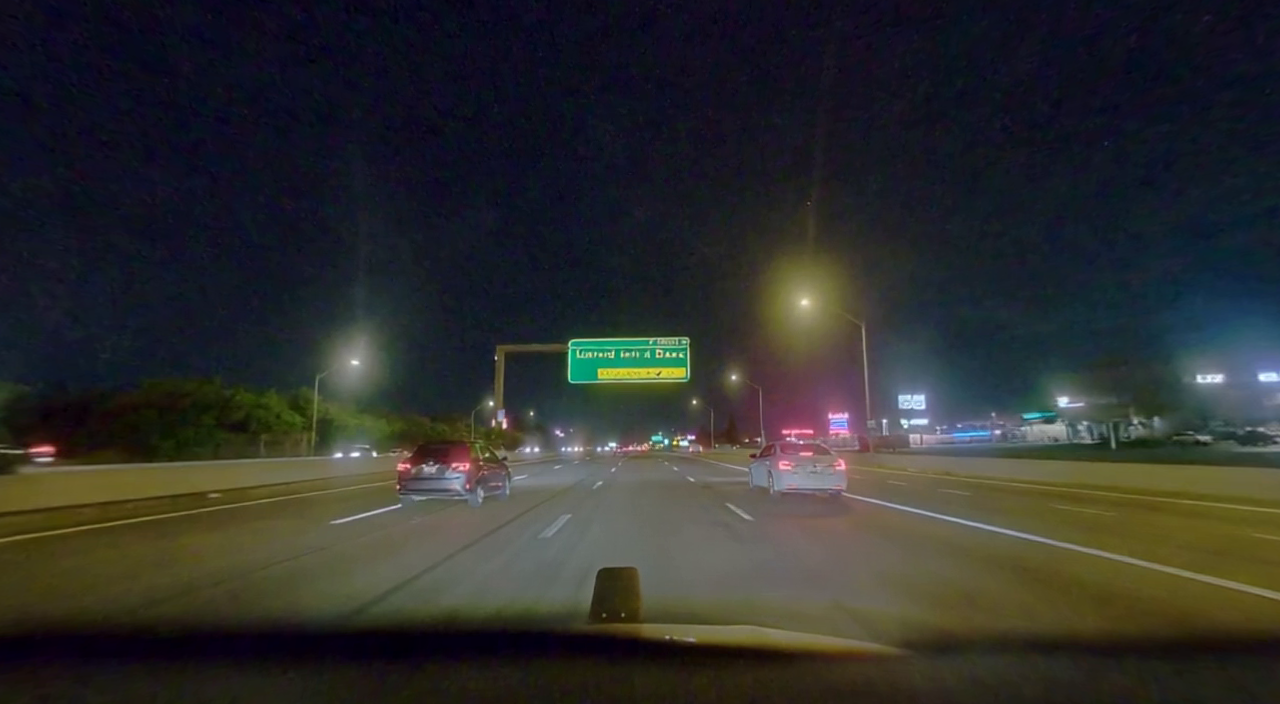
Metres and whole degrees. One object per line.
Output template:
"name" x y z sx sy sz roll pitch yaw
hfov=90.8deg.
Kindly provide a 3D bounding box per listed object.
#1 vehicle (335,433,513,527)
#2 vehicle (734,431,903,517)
"vehicle" -3.941 2.387 12.399 1.939 1.508 4.272 0 -8 1
"vehicle" 3.523 2.521 13.670 2.164 1.507 4.914 0 -8 -1
